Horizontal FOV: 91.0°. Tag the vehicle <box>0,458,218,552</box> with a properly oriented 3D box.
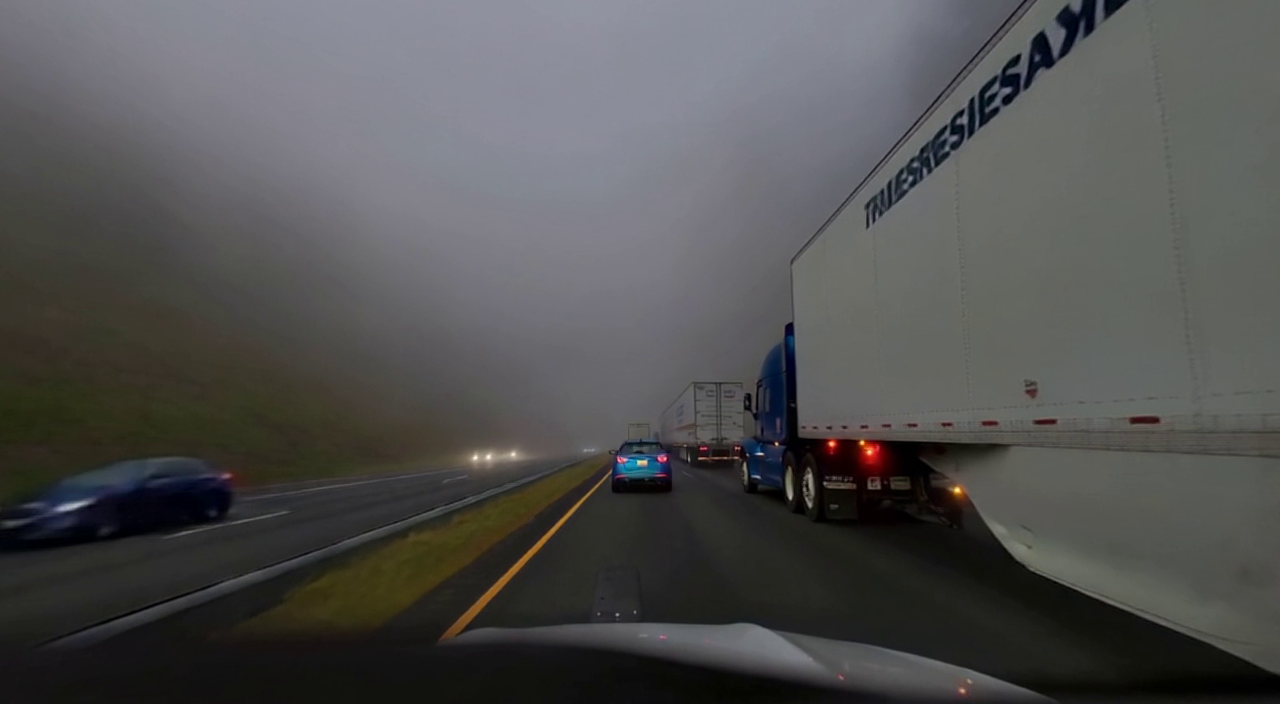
[{"bbox_3d":[-11.114,2.976,12.909,1.951,1.464,4.370,-1,-8,-1],"label":"vehicle"}]

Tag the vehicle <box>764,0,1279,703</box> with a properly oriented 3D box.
[{"bbox_3d":[4.353,-0.124,5.252,3.410,4.438,14.410,0,-8,-1],"label":"vehicle"}]

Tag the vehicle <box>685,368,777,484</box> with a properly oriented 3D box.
[{"bbox_3d":[3.859,3.374,27.941,3.235,4.197,9.908,-2,-8,6],"label":"vehicle"}]

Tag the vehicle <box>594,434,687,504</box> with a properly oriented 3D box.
[{"bbox_3d":[-0.018,2.860,15.834,2.045,1.507,3.763,-1,-8,-1],"label":"vehicle"}]
